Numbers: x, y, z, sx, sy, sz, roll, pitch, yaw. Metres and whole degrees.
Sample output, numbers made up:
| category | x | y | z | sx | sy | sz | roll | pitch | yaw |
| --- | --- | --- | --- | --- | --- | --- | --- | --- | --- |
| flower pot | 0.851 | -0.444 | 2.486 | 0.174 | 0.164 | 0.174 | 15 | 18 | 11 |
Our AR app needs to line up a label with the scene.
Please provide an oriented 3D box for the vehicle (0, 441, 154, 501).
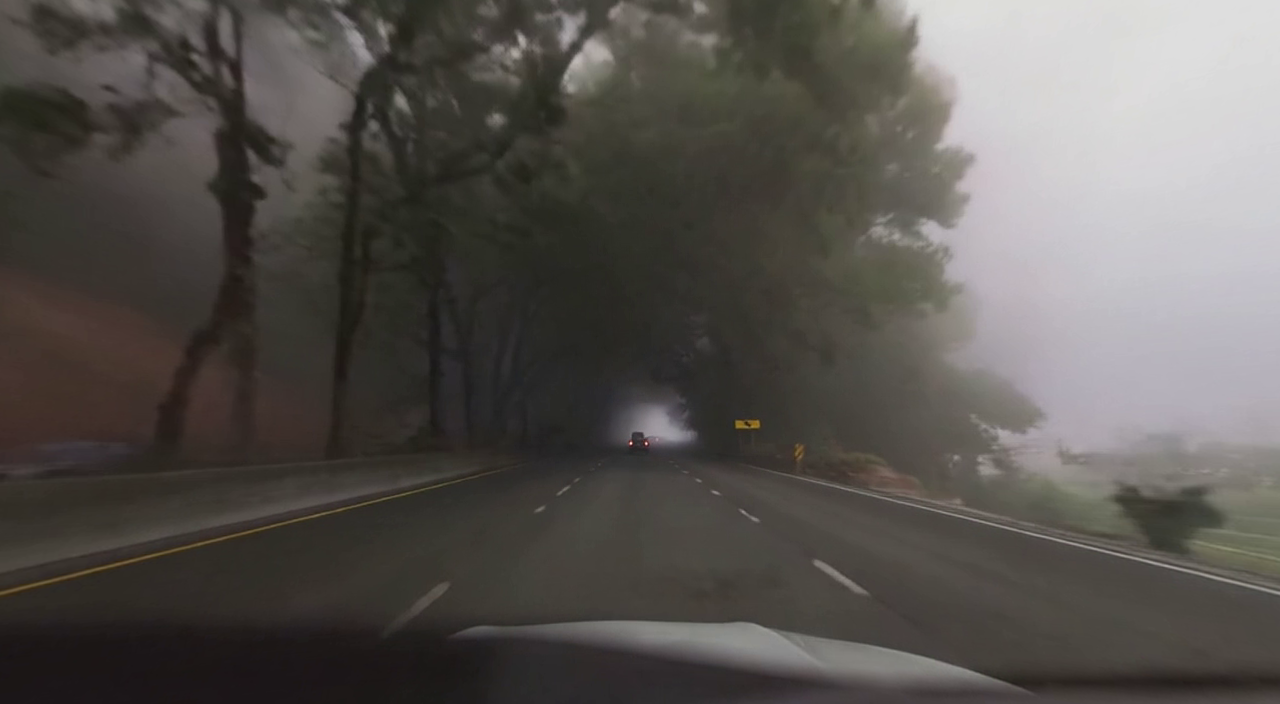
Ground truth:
| category | x | y | z | sx | sy | sz | roll | pitch | yaw |
| --- | --- | --- | --- | --- | --- | --- | --- | --- | --- |
| vehicle | -16.710 | 3.315 | 18.103 | 2.045 | 1.467 | 4.296 | 0 | -8 | 0 |

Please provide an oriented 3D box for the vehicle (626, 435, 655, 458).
| category | x | y | z | sx | sy | sz | roll | pitch | yaw |
| --- | --- | --- | --- | --- | --- | --- | --- | --- | --- |
| vehicle | -0.031 | 7.123 | 47.804 | 2.094 | 1.653 | 4.283 | 0 | -8 | -2 |
